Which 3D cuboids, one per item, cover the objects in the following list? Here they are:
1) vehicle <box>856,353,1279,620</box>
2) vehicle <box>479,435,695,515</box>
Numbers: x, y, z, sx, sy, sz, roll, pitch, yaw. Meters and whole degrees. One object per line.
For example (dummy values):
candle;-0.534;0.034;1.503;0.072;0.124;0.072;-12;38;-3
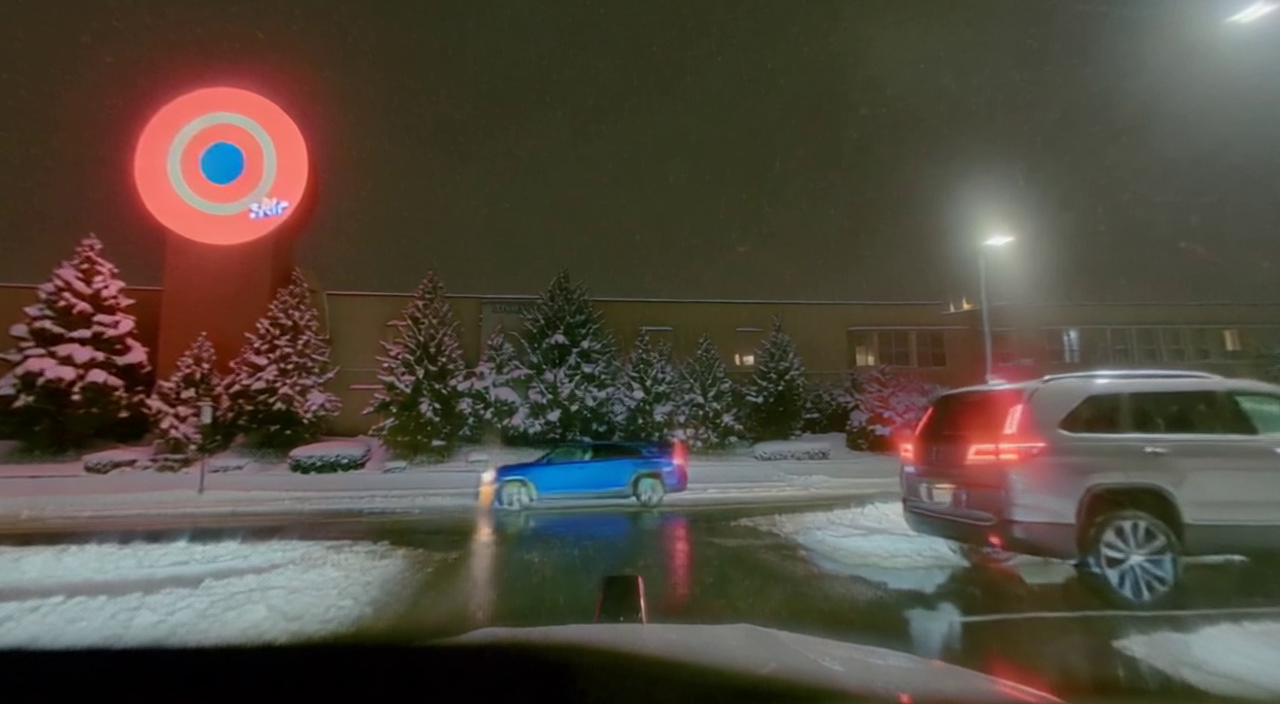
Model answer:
vehicle;4.983;1.168;6.062;4.864;1.916;2.413;1;-8;-6
vehicle;-1.296;2.981;15.668;4.957;1.788;2.092;1;-9;-6
